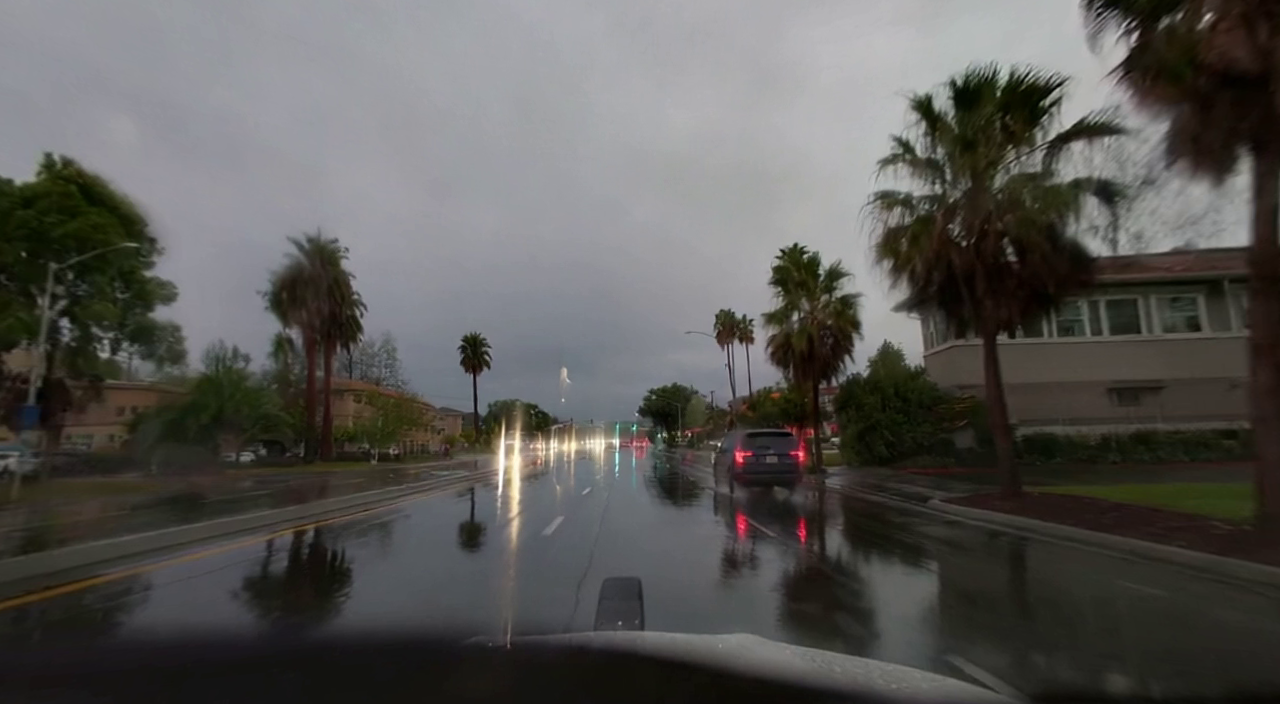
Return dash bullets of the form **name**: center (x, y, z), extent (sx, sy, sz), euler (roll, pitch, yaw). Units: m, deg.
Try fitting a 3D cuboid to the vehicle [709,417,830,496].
- **vehicle**: center (3.431, 2.902, 17.781), extent (2.244, 1.901, 4.561), euler (0, -8, -3)
